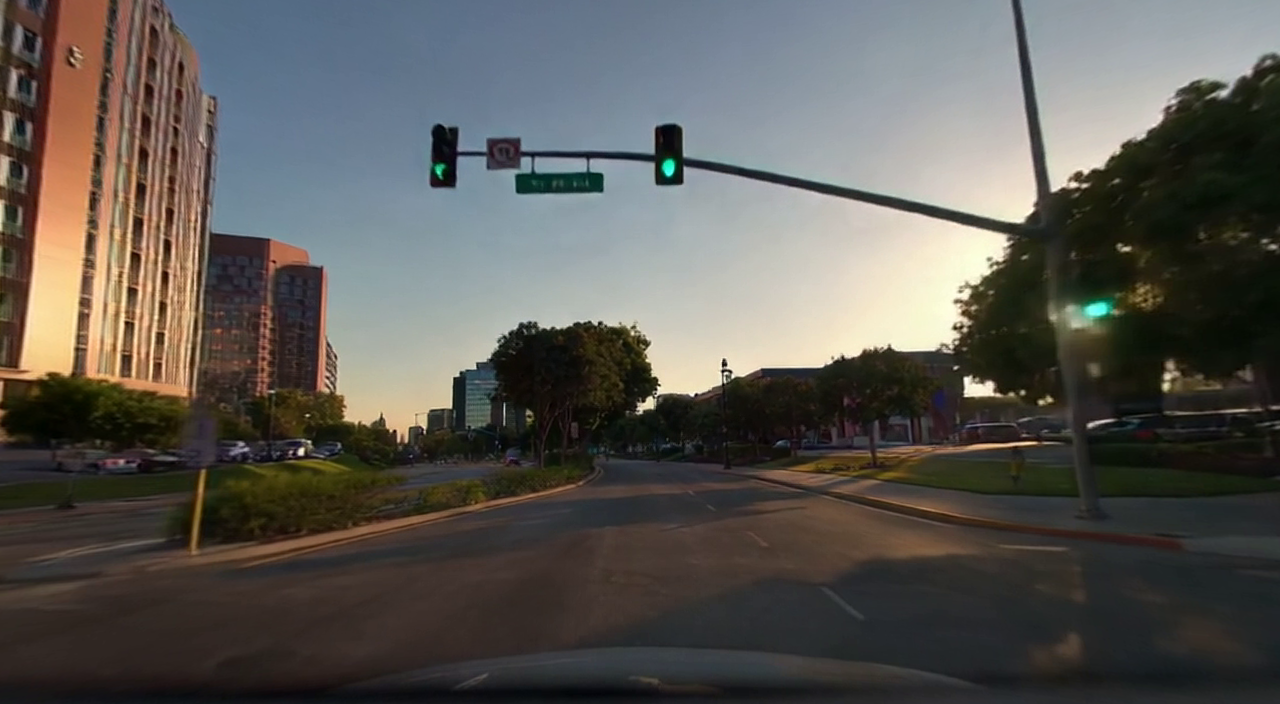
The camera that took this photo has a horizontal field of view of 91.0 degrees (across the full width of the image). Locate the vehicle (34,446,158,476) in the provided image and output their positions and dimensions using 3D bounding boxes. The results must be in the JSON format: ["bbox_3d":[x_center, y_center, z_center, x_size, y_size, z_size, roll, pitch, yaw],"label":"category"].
[{"bbox_3d":[-29.004,5.810,33.676,4.652,1.489,1.992,0,-9,-2],"label":"vehicle"}]
